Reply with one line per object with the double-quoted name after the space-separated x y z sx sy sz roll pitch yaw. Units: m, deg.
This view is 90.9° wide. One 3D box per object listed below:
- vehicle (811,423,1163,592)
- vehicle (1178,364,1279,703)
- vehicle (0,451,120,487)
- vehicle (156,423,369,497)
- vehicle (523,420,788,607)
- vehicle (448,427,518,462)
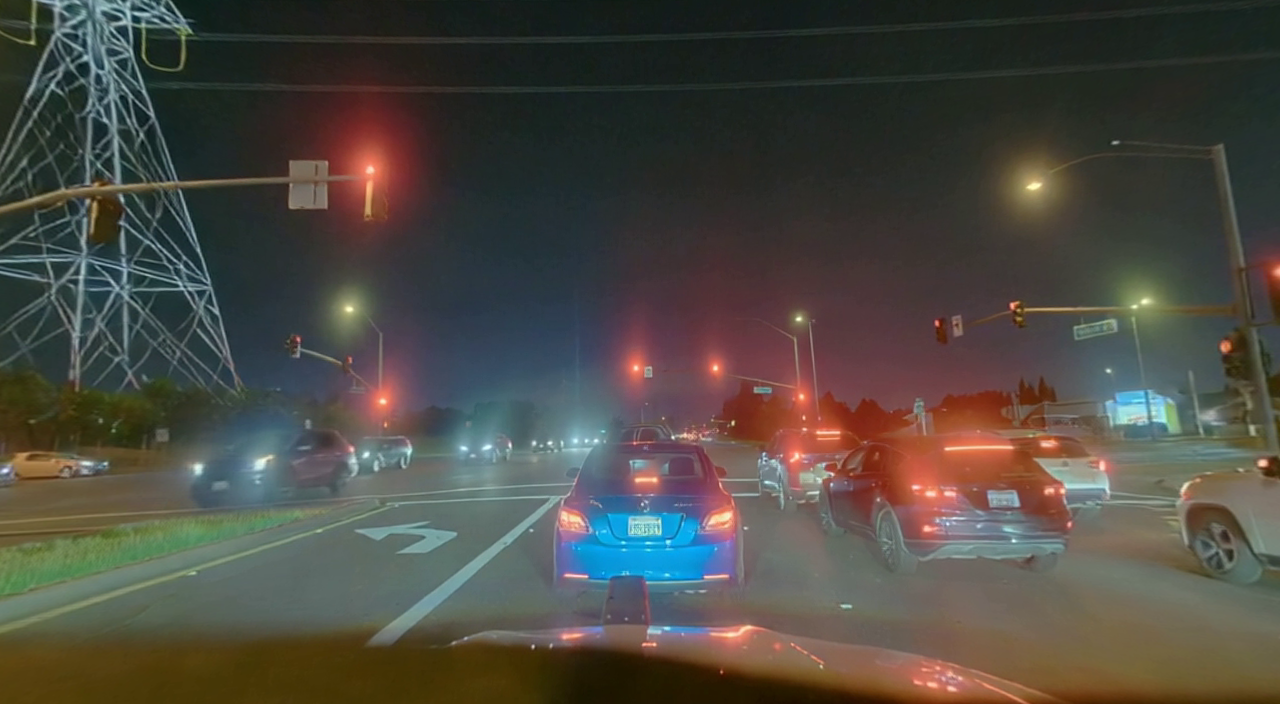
3.651 1.685 7.725 1.835 1.473 4.190 0 -8 -2 "vehicle"
3.406 0.590 0.630 1.926 1.614 4.330 0 -8 1 "vehicle"
-25.920 5.114 27.761 4.263 1.464 1.895 0 -8 -1 "vehicle"
-10.065 2.953 17.609 2.269 1.716 5.700 -1 -8 2 "vehicle"
0.110 1.598 7.131 2.117 1.474 4.036 0 -8 0 "vehicle"
-8.983 5.390 36.627 2.161 1.818 5.672 -1 -8 5 "vehicle"
